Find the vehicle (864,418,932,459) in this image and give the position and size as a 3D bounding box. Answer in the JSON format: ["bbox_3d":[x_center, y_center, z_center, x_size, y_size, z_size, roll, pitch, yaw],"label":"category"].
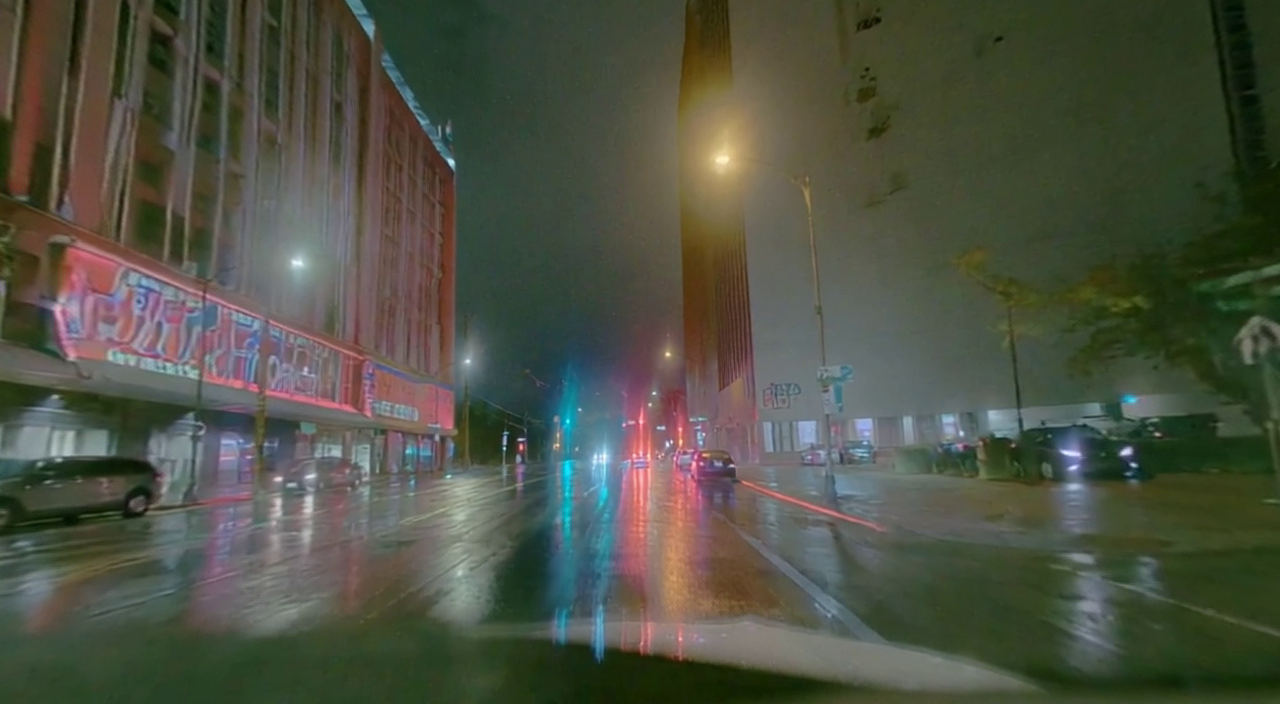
[{"bbox_3d":[15.692,5.320,38.488,1.969,2.282,4.731,1,-8,-2],"label":"vehicle"}]

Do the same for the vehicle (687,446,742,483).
[{"bbox_3d":[3.366,5.140,29.076,2.062,1.535,4.206,0,-8,0],"label":"vehicle"}]

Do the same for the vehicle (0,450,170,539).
[{"bbox_3d":[-15.241,3.488,15.914,2.107,1.914,5.567,0,-8,3],"label":"vehicle"}]

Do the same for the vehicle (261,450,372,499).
[{"bbox_3d":[-15.230,5.757,30.049,2.048,1.814,5.998,-6,-8,1],"label":"vehicle"}]

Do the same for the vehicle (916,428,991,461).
[{"bbox_3d":[18.289,5.460,36.866,2.002,1.731,4.413,-2,-9,-1],"label":"vehicle"}]

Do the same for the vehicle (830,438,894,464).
[{"bbox_3d":[13.355,5.978,38.073,1.819,1.450,4.707,1,-8,-4],"label":"vehicle"}]

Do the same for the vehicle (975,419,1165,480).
[{"bbox_3d":[12.466,2.838,18.478,4.312,1.578,2.006,-5,-10,34],"label":"vehicle"}]

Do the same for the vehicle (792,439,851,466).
[{"bbox_3d":[11.002,6.095,38.432,1.956,1.514,4.862,1,-8,-3],"label":"vehicle"}]
